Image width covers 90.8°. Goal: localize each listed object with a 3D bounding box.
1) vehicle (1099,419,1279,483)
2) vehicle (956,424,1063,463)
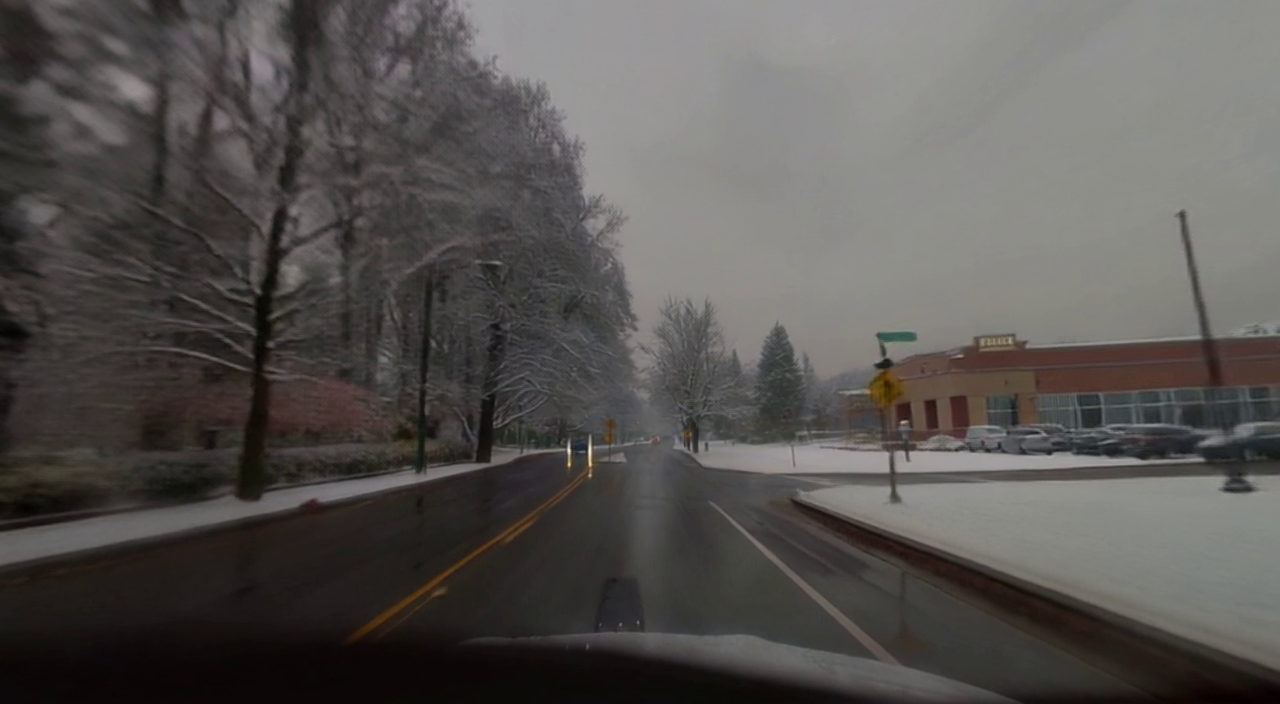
[{"bbox_3d":[15.270,2.657,17.045,4.134,1.580,1.952,-2,-8,14],"label":"vehicle"},{"bbox_3d":[20.860,5.183,35.831,4.593,1.776,2.094,-4,-8,0],"label":"vehicle"}]
